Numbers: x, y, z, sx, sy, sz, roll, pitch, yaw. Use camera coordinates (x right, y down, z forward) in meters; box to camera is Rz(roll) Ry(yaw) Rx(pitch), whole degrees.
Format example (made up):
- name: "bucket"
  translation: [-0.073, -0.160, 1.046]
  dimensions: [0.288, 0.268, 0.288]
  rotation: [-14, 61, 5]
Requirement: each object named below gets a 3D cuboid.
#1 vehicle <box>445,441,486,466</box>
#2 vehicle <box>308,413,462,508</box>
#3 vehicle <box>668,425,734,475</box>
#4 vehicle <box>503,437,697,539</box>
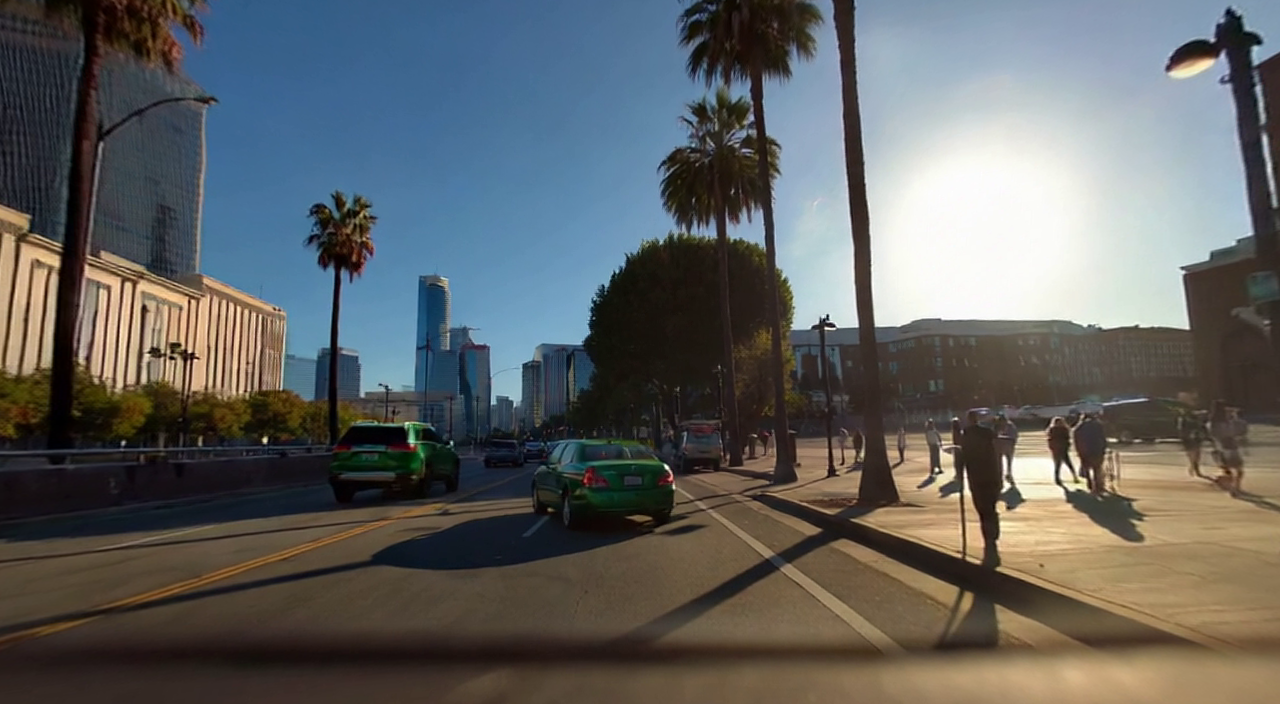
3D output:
- name: "vehicle"
  translation: [-11.947, 6.956, 43.491]
  dimensions: [1.930, 1.583, 4.423]
  rotation: [0, -8, -5]
- name: "vehicle"
  translation: [-6.383, 2.790, 16.652]
  dimensions: [2.164, 2.047, 5.455]
  rotation: [0, -8, -5]
- name: "vehicle"
  translation: [2.775, 4.645, 29.979]
  dimensions: [2.126, 2.167, 5.098]
  rotation: [1, -9, -6]
- name: "vehicle"
  translation: [-1.000, 2.383, 11.846]
  dimensions: [1.930, 1.477, 4.657]
  rotation: [4, -9, -27]
